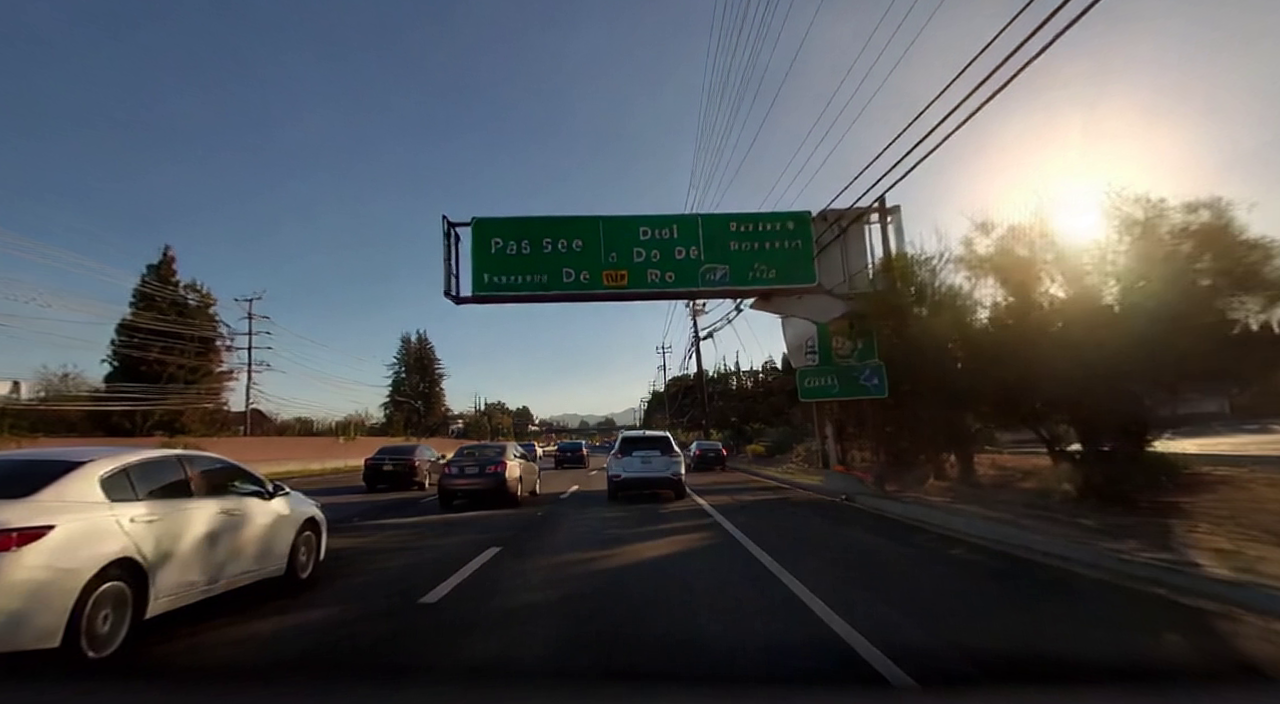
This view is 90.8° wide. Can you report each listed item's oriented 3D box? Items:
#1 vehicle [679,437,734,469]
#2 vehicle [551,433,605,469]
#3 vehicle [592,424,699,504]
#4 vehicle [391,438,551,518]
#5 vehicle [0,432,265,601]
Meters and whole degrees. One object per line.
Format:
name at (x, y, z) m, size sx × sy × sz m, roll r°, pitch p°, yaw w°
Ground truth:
vehicle at (3.225, 5.038, 31.639) m, size 2.197 × 1.464 × 4.356 m, roll 0°, pitch -8°, yaw -1°
vehicle at (-3.231, 5.287, 33.931) m, size 2.353 × 1.773 × 4.286 m, roll 0°, pitch -8°, yaw 1°
vehicle at (0.105, 2.722, 15.697) m, size 2.284 × 1.699 × 4.168 m, roll 0°, pitch -8°, yaw 0°
vehicle at (-3.420, 2.648, 13.893) m, size 2.203 × 1.425 × 4.610 m, roll 0°, pitch -8°, yaw 1°
vehicle at (-6.543, 1.673, 7.134) m, size 1.958 × 1.447 × 4.454 m, roll 0°, pitch -8°, yaw -1°
